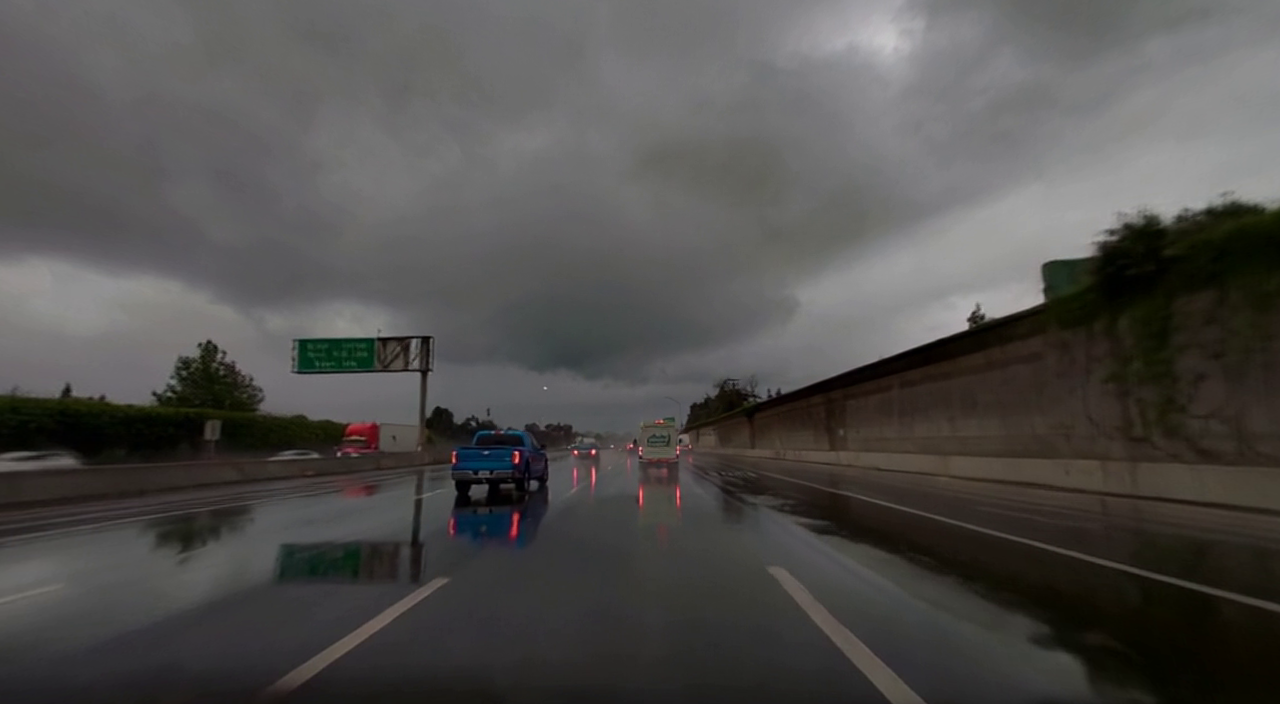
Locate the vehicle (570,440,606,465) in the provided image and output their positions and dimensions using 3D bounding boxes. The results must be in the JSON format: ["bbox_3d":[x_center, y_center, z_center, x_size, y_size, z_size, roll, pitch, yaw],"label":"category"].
[{"bbox_3d":[-3.497,6.869,43.398,1.961,1.591,4.756,0,-8,1],"label":"vehicle"}]

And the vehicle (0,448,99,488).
[{"bbox_3d":[-28.257,5.242,28.726,2.174,1.678,5.678,0,-8,1],"label":"vehicle"}]

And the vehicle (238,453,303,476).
[{"bbox_3d":[-24.408,7.409,41.779,1.840,1.373,3.920,0,-9,2],"label":"vehicle"}]

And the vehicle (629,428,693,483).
[{"bbox_3d":[0.740,3.771,23.222,2.083,1.792,4.782,0,-9,1],"label":"vehicle"}]

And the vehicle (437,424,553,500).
[{"bbox_3d":[-3.796,3.007,17.616,1.954,1.792,5.187,0,-9,1],"label":"vehicle"}]
